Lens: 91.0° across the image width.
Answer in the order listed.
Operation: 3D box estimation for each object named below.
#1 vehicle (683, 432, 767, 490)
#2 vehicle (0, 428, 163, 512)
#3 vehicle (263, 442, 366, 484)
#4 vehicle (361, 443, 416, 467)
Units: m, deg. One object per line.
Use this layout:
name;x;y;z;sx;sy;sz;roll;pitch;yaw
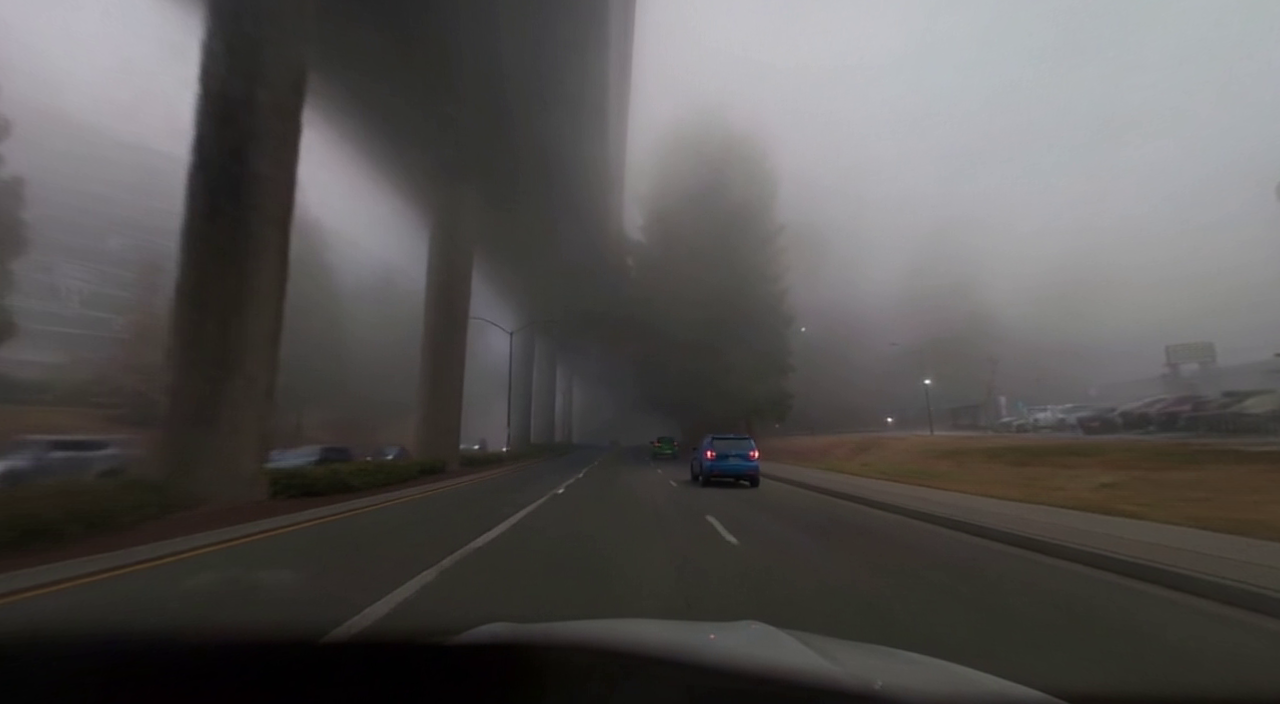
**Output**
vehicle;2.689;3.610;21.130;2.110;1.712;4.489;0;-9;-1
vehicle;-16.194;3.085;16.885;2.243;1.952;5.838;0;-9;-1
vehicle;-12.970;4.431;25.459;1.844;1.514;4.386;0;-9;0
vehicle;-16.620;6.831;41.833;1.883;1.506;4.535;0;-9;-1
